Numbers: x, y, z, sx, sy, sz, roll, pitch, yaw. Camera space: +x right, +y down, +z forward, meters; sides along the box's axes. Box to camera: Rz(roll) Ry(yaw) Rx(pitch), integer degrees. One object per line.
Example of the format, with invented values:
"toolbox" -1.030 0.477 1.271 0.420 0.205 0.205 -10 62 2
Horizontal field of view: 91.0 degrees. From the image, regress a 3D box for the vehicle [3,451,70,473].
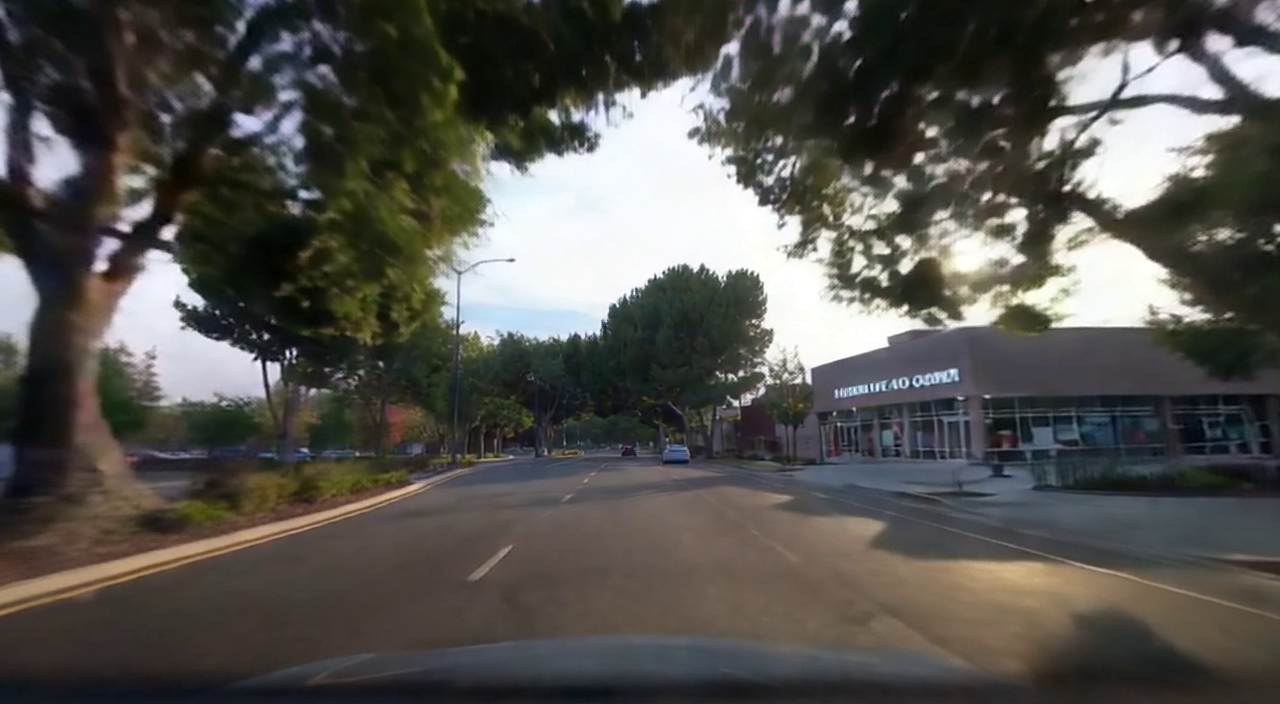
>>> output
"vehicle" -46.546 8.504 48.580 3.456 1.431 1.643 -3 -8 0
